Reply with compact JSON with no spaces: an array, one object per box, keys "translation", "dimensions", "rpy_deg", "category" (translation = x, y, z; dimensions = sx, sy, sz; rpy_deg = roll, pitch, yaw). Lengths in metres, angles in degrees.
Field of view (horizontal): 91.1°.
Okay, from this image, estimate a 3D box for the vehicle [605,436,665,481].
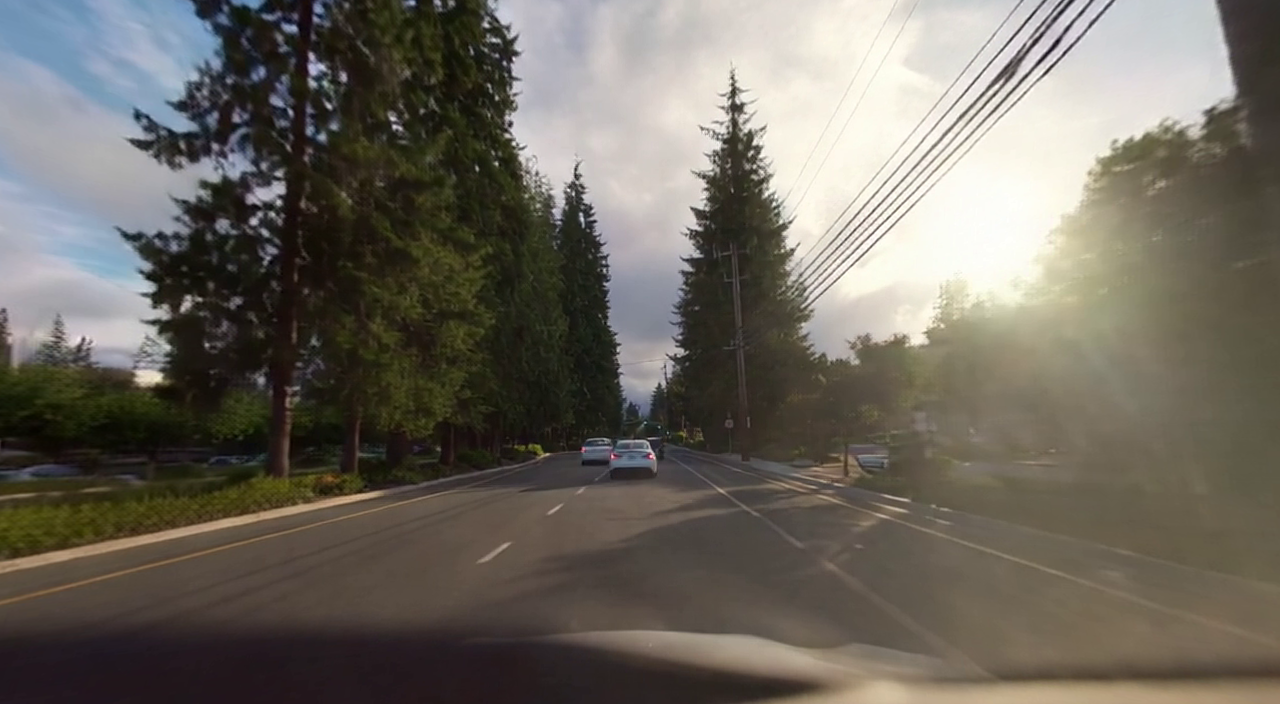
[{"translation":[-0.169,3.827,22.832],"dimensions":[1.991,1.463,3.988],"rpy_deg":[0,-8,0],"category":"vehicle"}]
